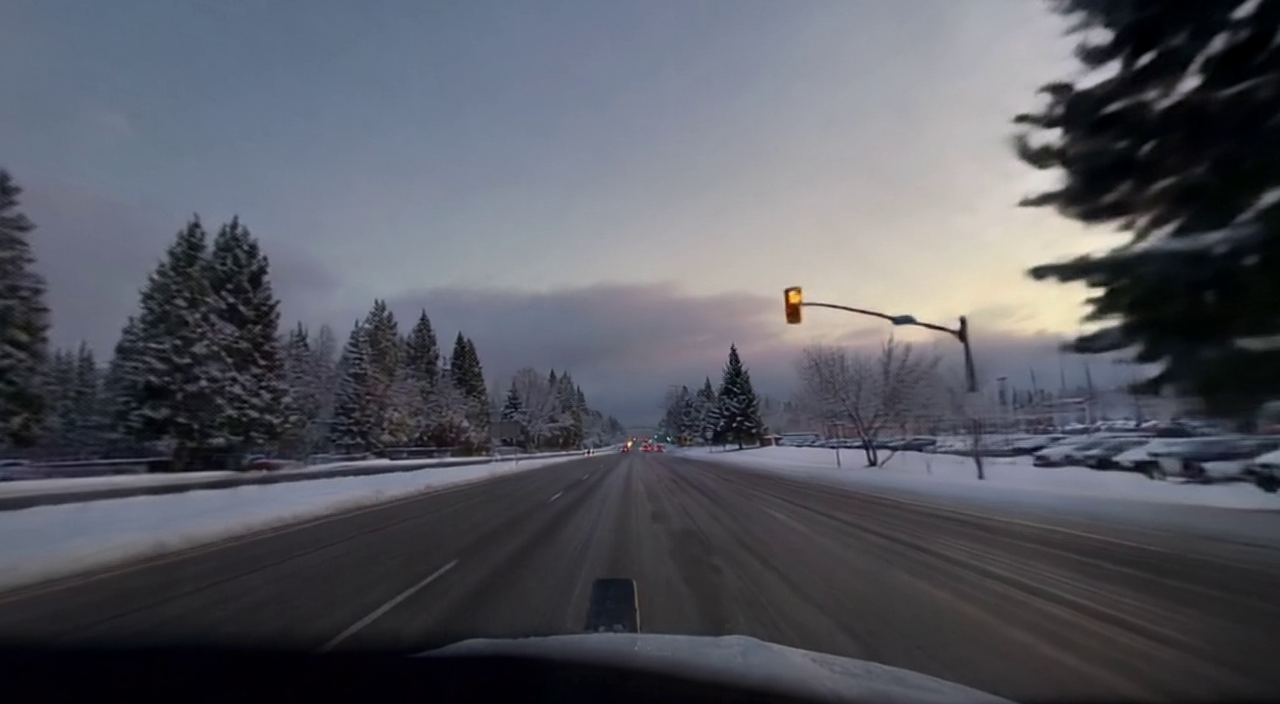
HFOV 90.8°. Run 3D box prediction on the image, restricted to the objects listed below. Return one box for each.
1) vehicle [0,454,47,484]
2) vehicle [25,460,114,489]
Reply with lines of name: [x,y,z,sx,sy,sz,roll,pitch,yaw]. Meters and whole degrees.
vehicle: [-46.788,8.592,46.459,1.771,2.027,4.572,0,-8,1]
vehicle: [-35.414,7.607,39.265,4.028,1.534,1.716,-3,-9,3]
